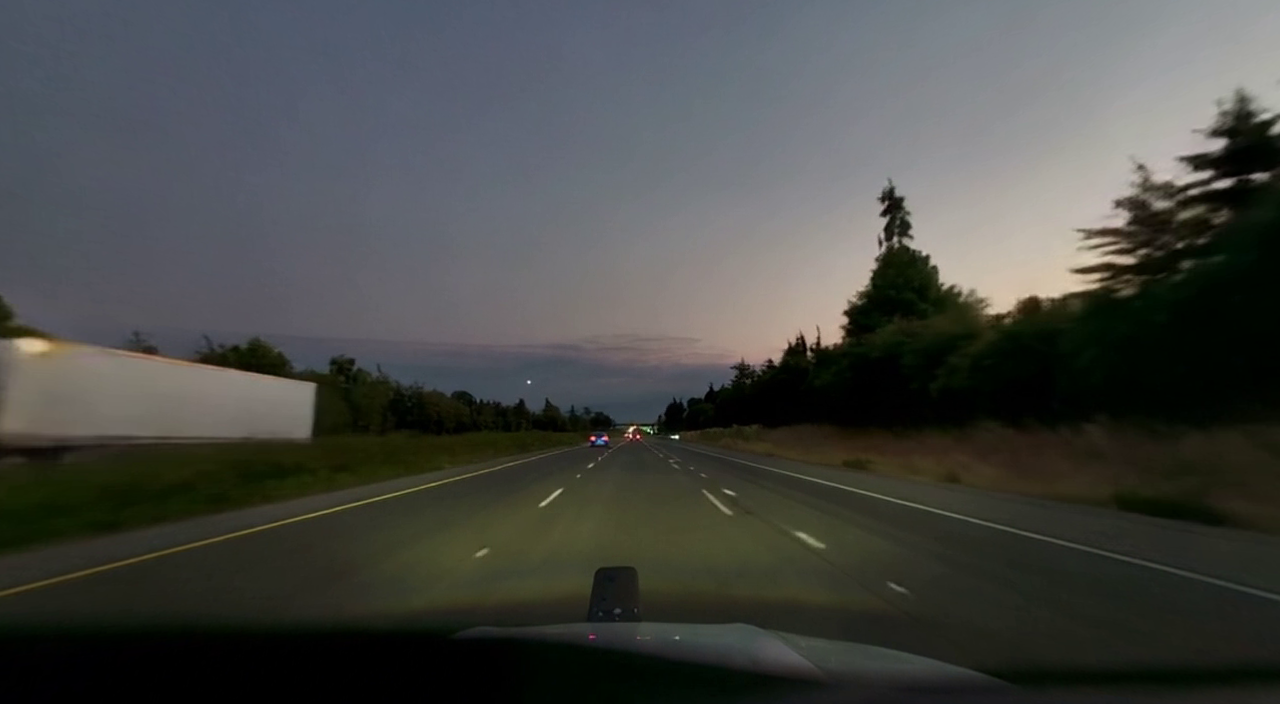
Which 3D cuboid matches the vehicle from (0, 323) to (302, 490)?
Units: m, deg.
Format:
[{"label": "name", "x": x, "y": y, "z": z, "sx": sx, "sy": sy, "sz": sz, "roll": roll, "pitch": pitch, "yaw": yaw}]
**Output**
[{"label": "vehicle", "x": -17.086, "y": 2.146, "z": 21.423, "sx": 2.947, "sy": 4.005, "sz": 15.108, "roll": 0, "pitch": -8, "yaw": -1}]
